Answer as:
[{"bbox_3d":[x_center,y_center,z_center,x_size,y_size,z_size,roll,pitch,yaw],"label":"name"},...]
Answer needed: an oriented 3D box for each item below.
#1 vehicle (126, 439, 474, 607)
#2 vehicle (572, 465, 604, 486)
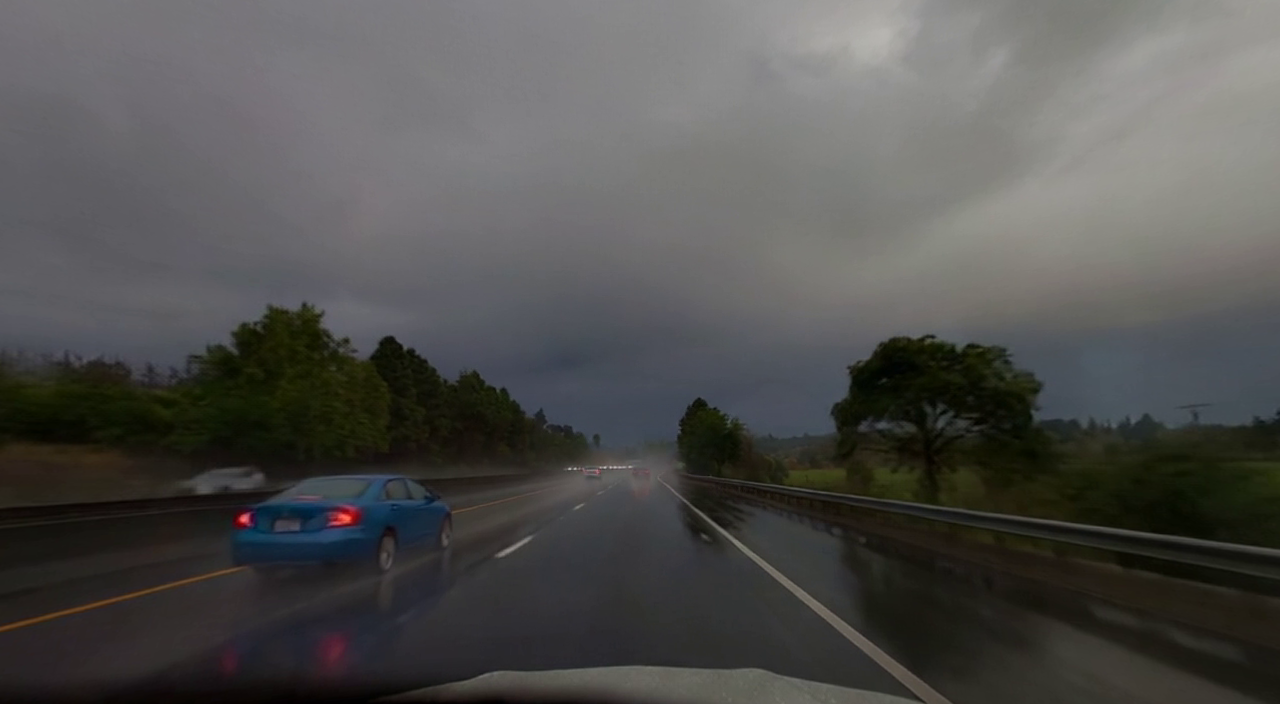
[{"bbox_3d":[-3.758,2.009,8.113,2.047,1.523,4.279,1,-11,0],"label":"vehicle"},{"bbox_3d":[-4.044,9.717,49.646,2.109,1.532,4.234,1,-11,0],"label":"vehicle"}]
